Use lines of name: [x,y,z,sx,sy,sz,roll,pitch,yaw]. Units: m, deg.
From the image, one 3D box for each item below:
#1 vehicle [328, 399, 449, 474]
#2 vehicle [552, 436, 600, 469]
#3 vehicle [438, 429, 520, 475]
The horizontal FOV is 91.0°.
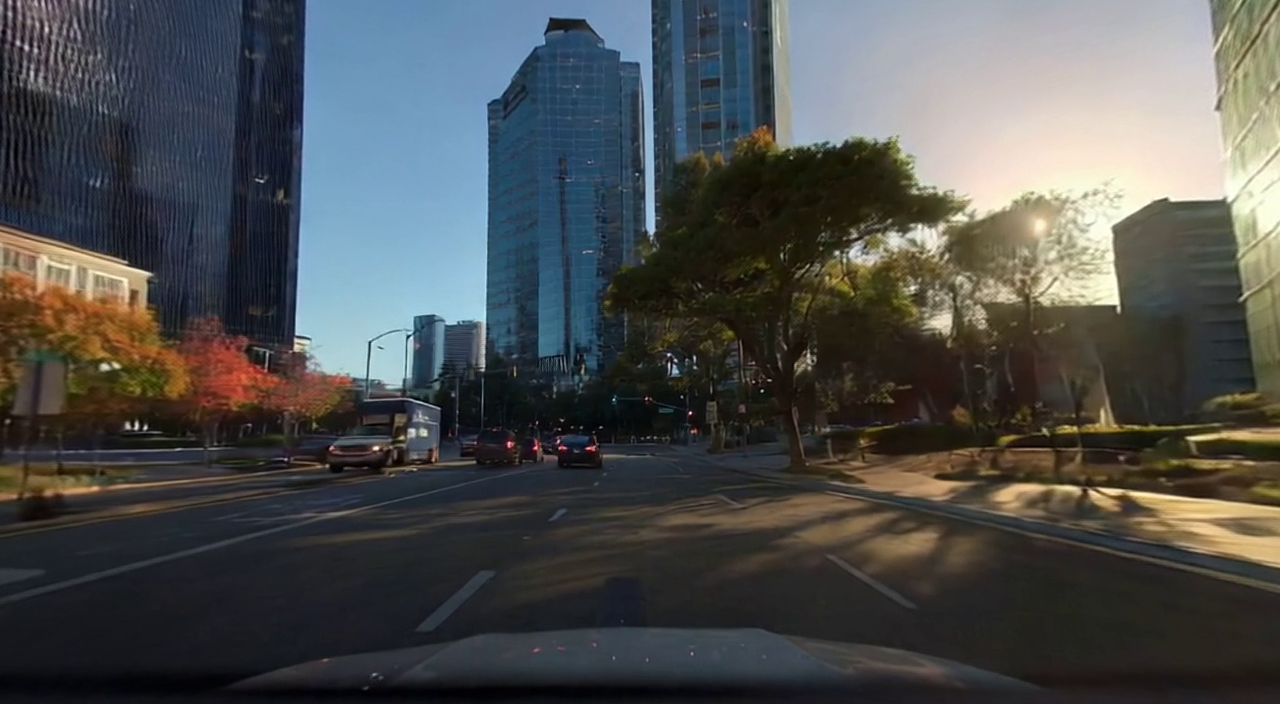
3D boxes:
vehicle: [-12.508,4.396,32.228,2.887,3.366,7.454,0,-9,1]
vehicle: [-3.522,5.682,35.623,2.181,1.706,4.334,0,-9,1]
vehicle: [-6.976,4.393,27.855,2.204,1.844,4.766,0,-9,2]
